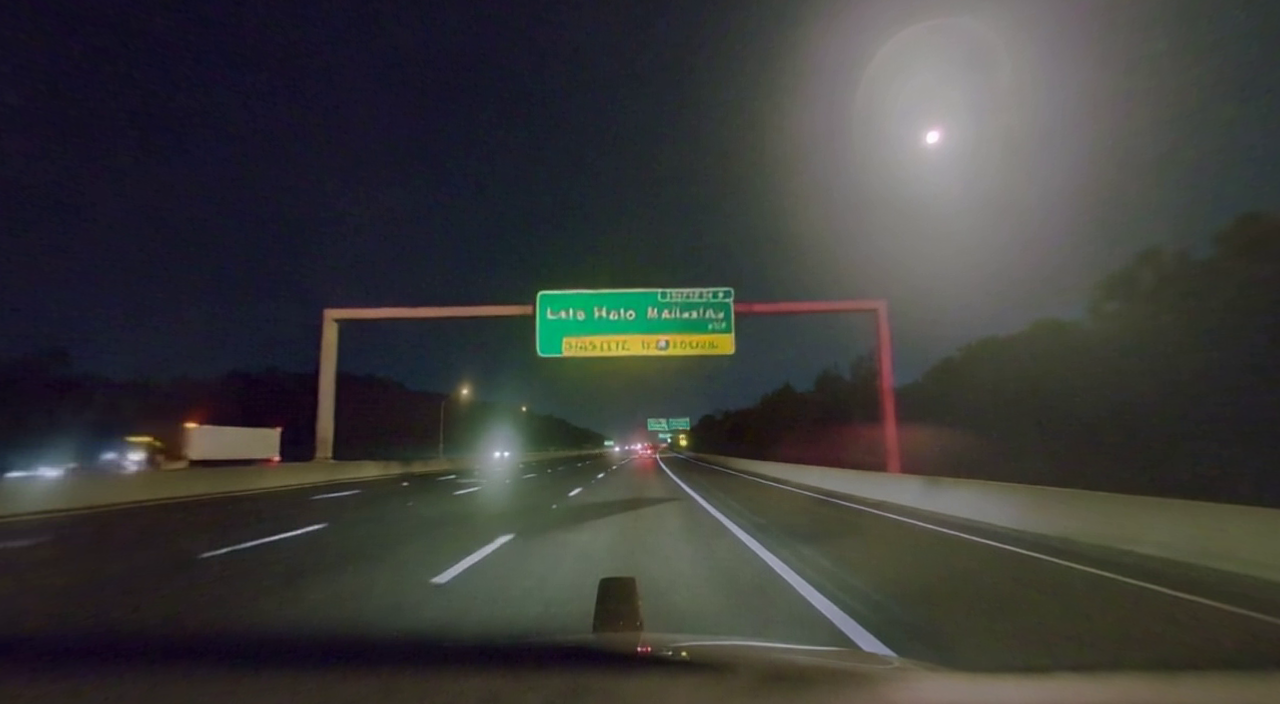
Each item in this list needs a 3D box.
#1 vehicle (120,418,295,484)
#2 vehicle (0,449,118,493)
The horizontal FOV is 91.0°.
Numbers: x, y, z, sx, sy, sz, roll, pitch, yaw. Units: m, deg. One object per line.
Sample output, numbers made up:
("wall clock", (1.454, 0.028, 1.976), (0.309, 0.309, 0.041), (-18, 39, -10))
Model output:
("vehicle", (-27.784, 6.494, 41.624), (3.007, 3.740, 11.544), (0, -9, 2))
("vehicle", (-24.399, 4.828, 25.939), (1.946, 1.620, 4.287), (-1, -9, 2))
